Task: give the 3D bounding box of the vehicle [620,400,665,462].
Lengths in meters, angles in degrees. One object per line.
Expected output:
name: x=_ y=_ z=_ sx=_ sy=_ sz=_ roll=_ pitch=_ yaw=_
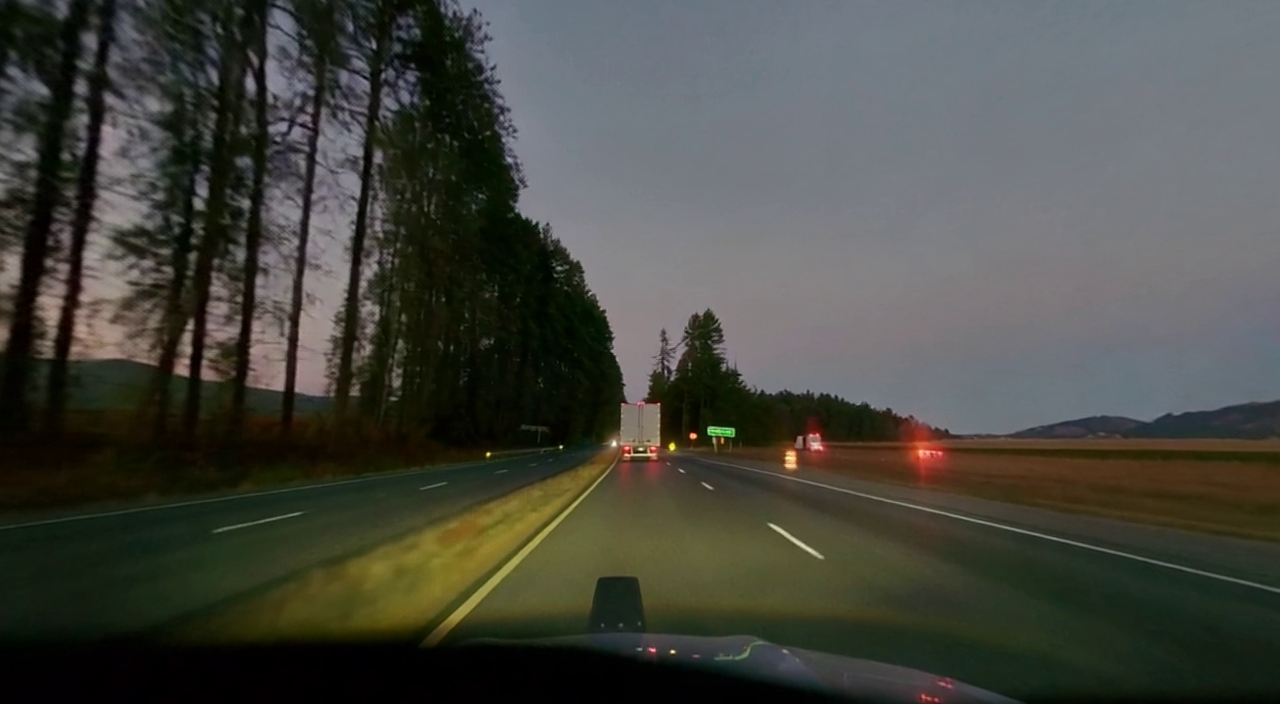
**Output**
vehicle: x=-0.022 y=5.975 z=46.973 sx=2.935 sy=4.068 sz=11.036 roll=0 pitch=-8 yaw=-2
